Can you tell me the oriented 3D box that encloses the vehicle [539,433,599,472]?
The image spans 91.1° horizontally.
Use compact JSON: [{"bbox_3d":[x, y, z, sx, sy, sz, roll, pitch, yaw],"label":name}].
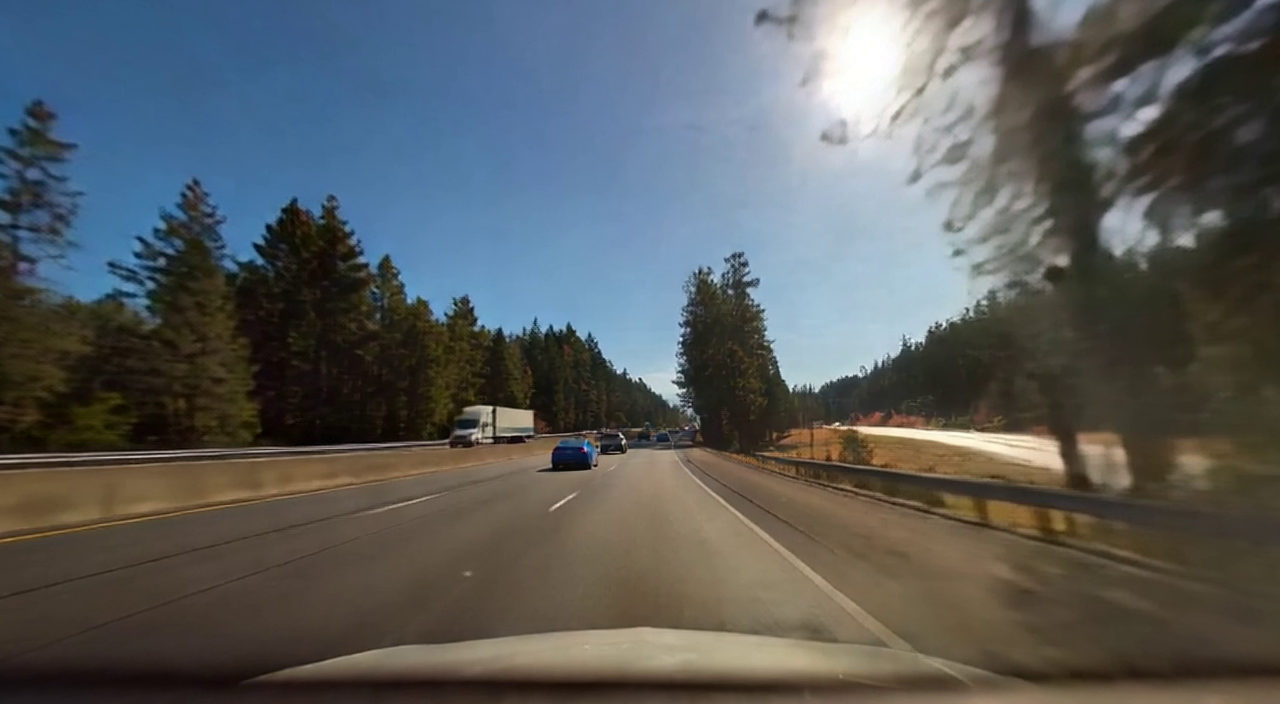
[{"bbox_3d":[-3.082,4.534,28.436,2.053,1.589,4.671,-1,-9,2],"label":"vehicle"}]
